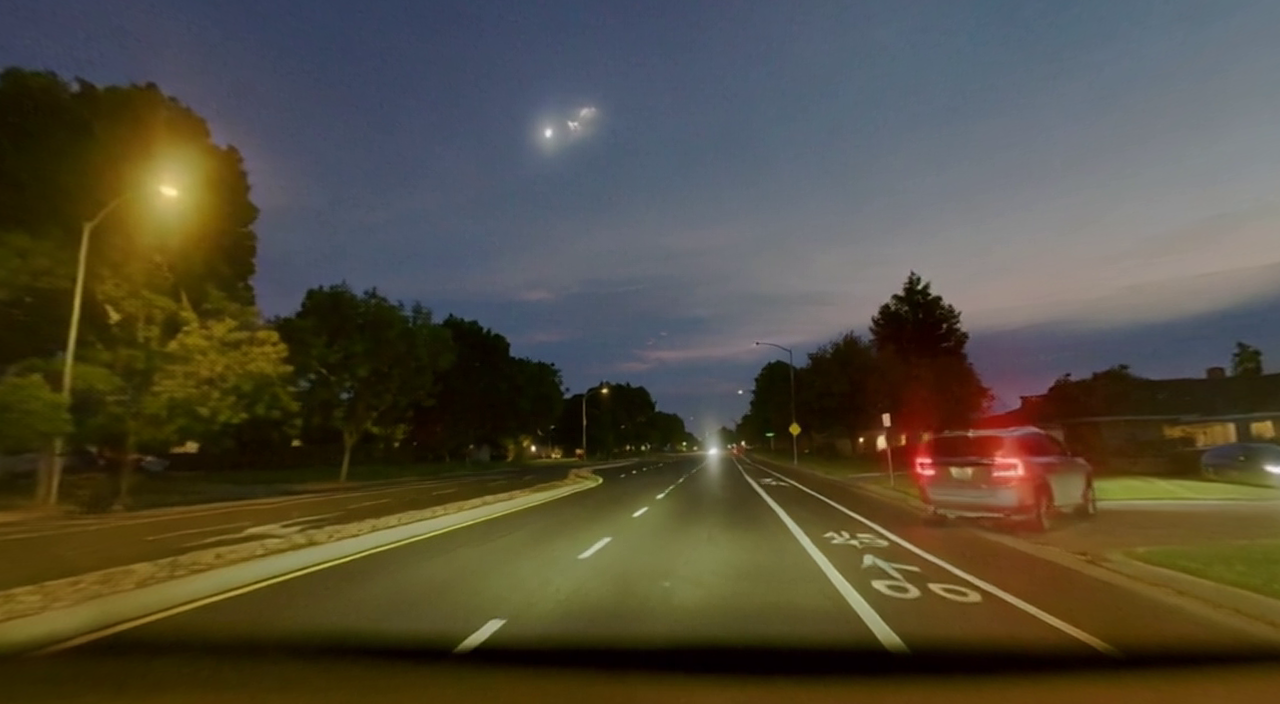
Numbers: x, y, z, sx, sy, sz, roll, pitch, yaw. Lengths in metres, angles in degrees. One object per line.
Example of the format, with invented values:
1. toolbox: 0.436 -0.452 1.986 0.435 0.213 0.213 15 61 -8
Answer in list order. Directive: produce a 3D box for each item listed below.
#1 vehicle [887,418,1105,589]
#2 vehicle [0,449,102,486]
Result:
1. vehicle: 5.081 1.884 8.942 2.018 1.733 4.546 -5 -9 32
2. vehicle: -32.765 6.288 34.760 1.918 1.796 4.703 0 -8 0
